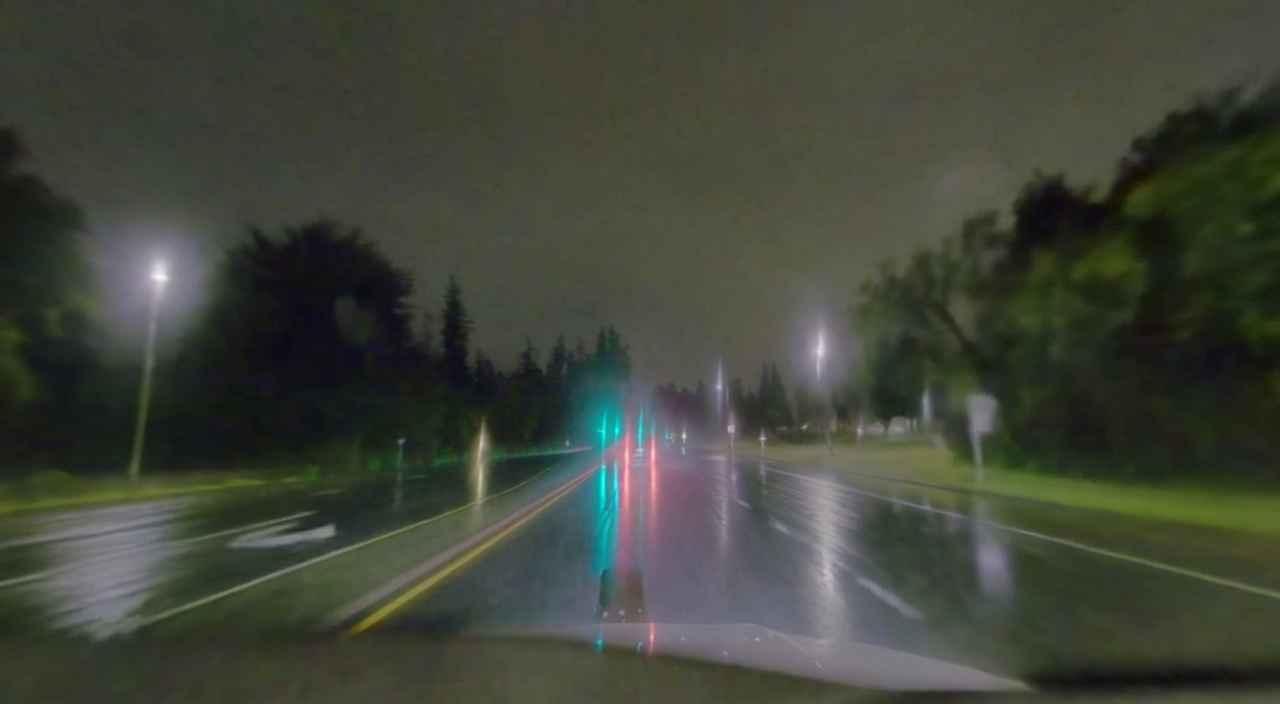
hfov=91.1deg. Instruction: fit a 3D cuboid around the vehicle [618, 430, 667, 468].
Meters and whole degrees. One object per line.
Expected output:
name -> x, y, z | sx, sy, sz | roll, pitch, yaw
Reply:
vehicle -> 0.137, 4.727, 30.690 | 2.256, 1.734, 4.176 | 0, -8, 1
